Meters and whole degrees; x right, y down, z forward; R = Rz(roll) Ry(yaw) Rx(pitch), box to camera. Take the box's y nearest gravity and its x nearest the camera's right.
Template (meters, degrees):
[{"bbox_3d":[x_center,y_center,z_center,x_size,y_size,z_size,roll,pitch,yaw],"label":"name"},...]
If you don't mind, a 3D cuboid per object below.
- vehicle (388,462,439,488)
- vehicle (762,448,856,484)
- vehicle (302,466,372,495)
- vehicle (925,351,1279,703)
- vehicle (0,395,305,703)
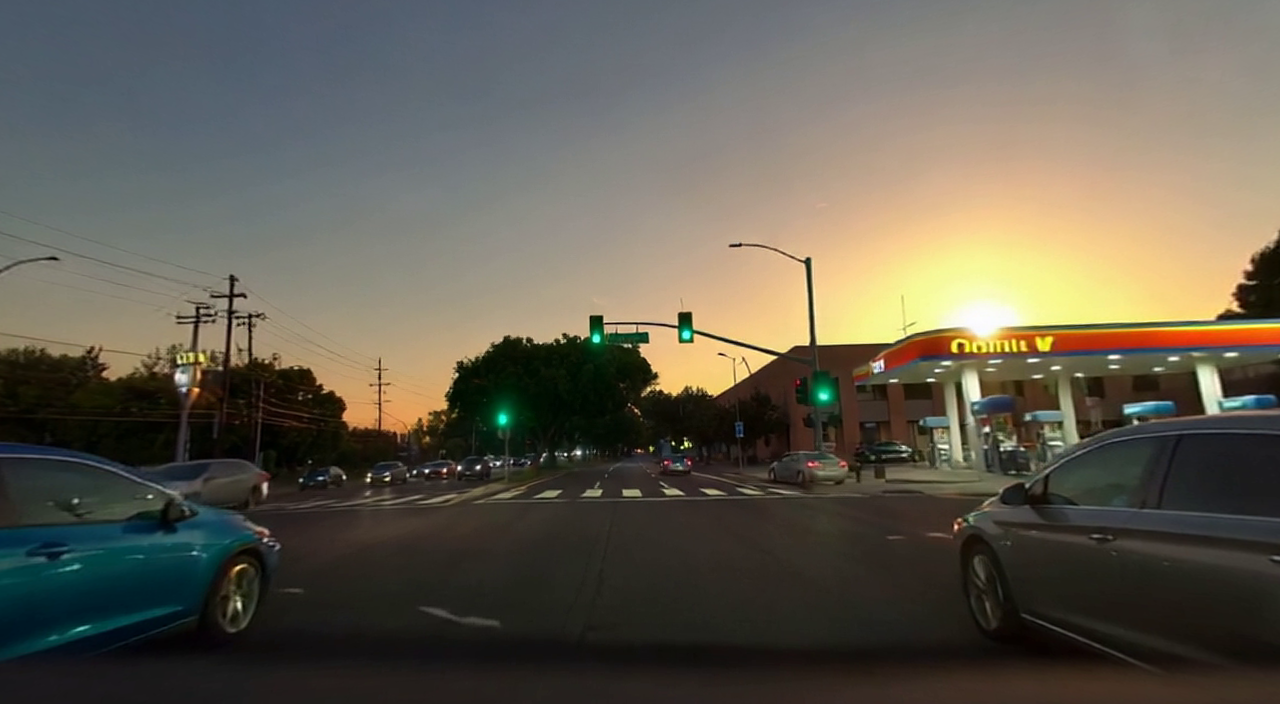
[{"bbox_3d":[-15.004,8.167,42.079,1.751,1.484,4.561,0,-9,-1],"label":"vehicle"},{"bbox_3d":[8.656,5.835,32.680,2.066,1.699,4.419,5,-10,-32],"label":"vehicle"},{"bbox_3d":[-18.378,7.806,38.593,2.083,1.466,4.565,0,-9,-1],"label":"vehicle"},{"bbox_3d":[3.306,0.888,2.627,2.085,1.655,4.459,0,-9,-1],"label":"vehicle"},{"bbox_3d":[-3.711,1.069,3.118,1.935,1.617,4.045,0,-9,-1],"label":"vehicle"}]
